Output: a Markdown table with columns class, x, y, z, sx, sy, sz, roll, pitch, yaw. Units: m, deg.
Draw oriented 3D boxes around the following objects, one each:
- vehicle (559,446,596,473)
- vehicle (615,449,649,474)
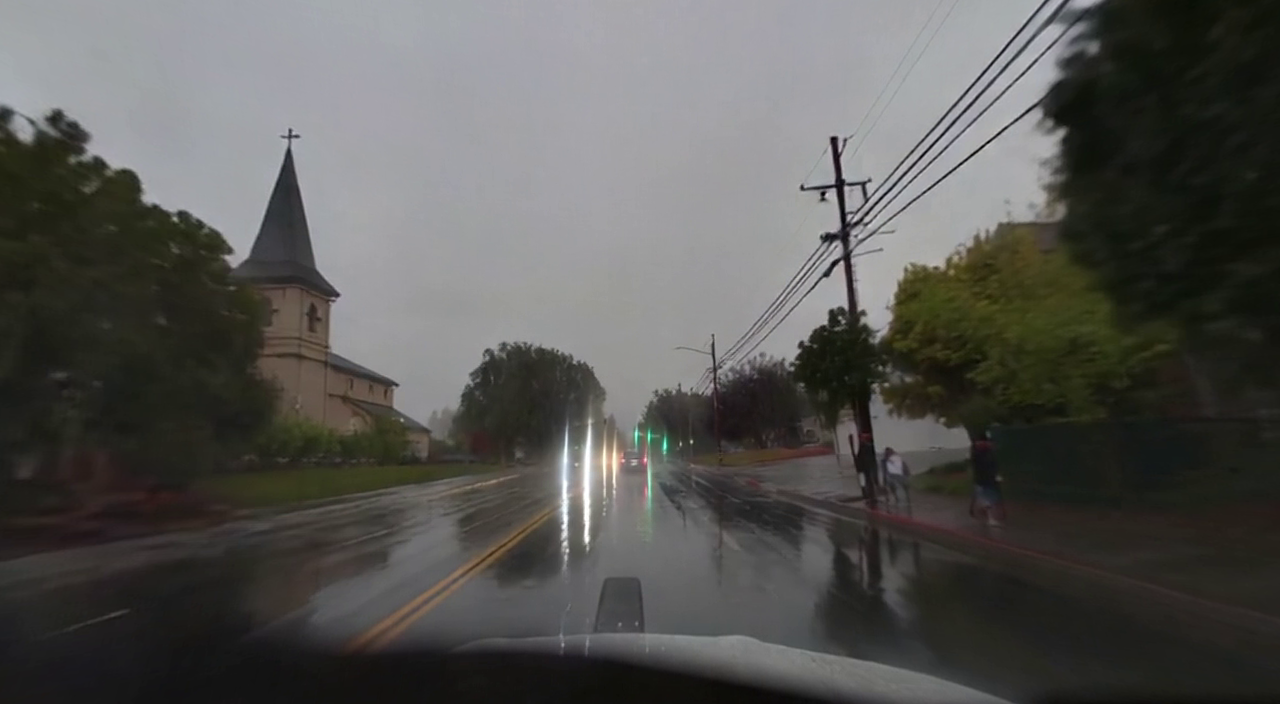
| class | x | y | z | sx | sy | sz | roll | pitch | yaw |
| --- | --- | --- | --- | --- | --- | --- | --- | --- | --- |
| vehicle | -4.688 | 8.158 | 47.828 | 2.212 | 1.906 | 4.958 | -1 | -9 | 2 |
| vehicle | -0.518 | 6.929 | 40.105 | 2.093 | 1.497 | 4.010 | 0 | -9 | -1 |
